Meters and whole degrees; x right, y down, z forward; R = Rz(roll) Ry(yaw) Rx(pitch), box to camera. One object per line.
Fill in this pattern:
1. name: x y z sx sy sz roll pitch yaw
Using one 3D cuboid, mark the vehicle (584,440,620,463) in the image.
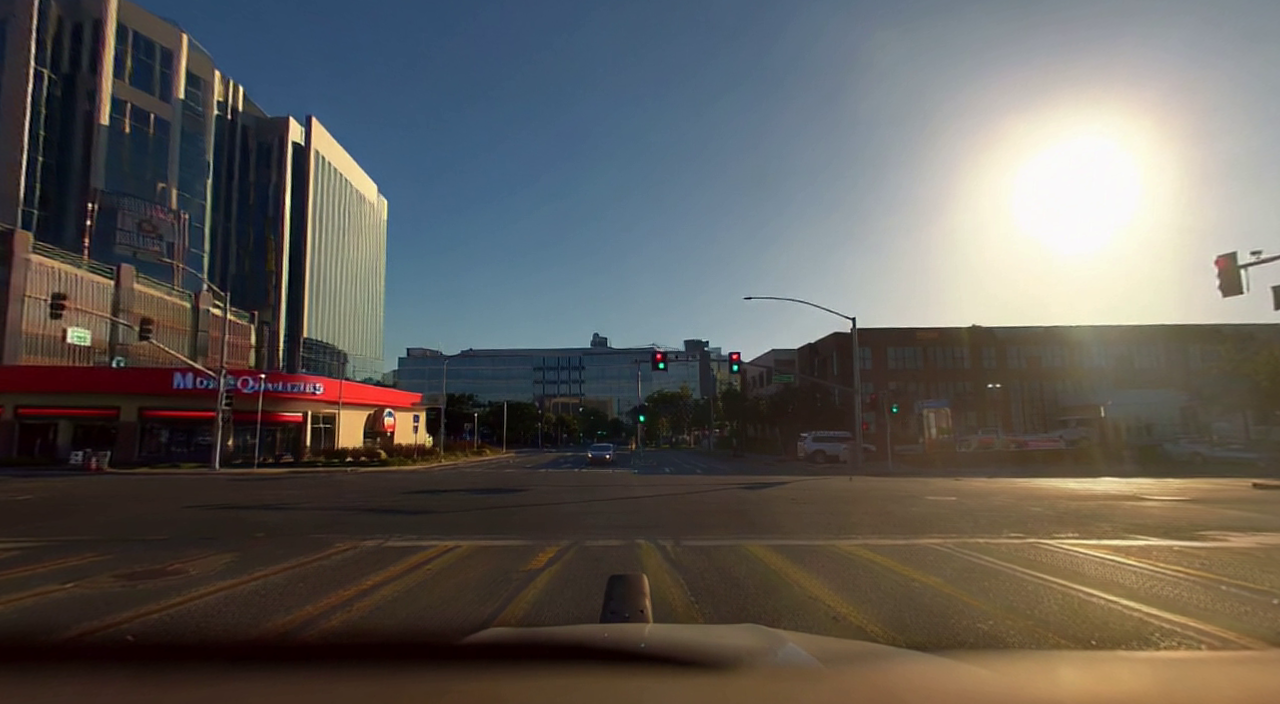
1. vehicle: -2.518 6.702 42.758 2.104 1.468 4.195 0 -8 1
